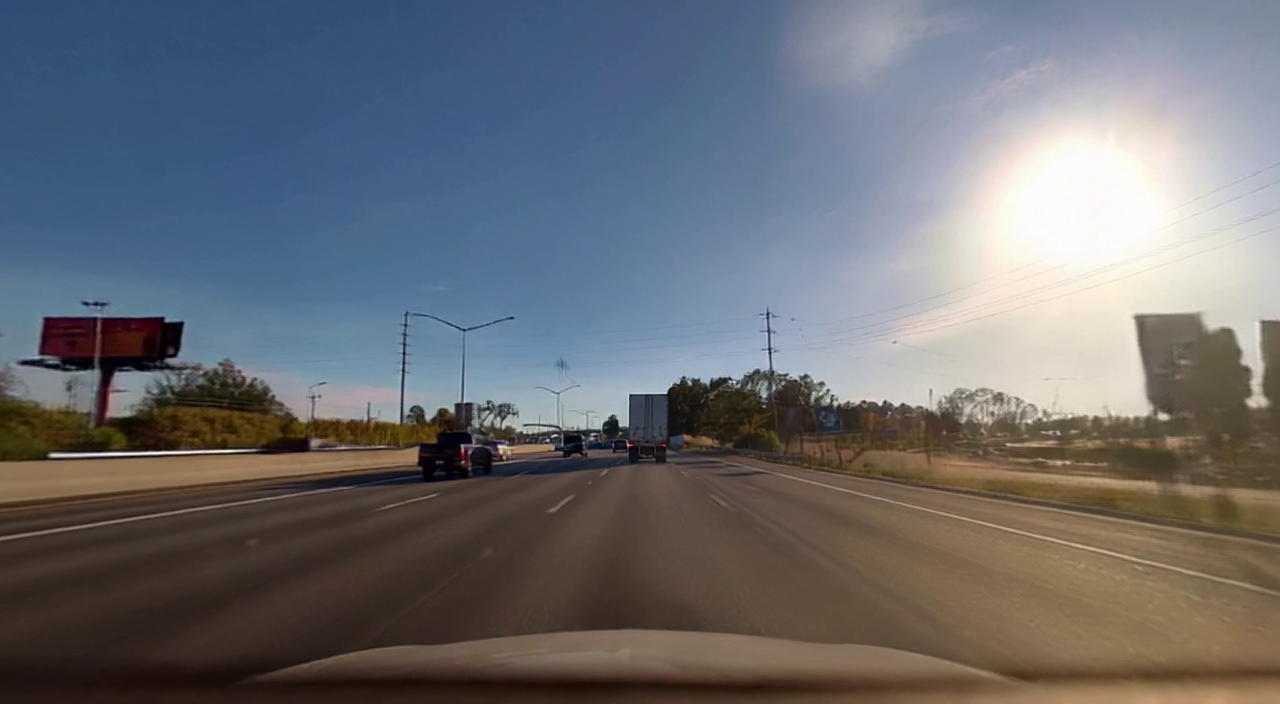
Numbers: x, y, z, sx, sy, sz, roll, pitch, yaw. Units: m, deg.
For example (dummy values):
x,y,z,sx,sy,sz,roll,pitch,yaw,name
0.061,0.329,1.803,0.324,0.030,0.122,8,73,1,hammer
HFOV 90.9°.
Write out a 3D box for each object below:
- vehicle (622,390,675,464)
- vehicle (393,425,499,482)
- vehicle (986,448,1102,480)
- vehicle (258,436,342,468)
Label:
x,y,z,sx,sy,sz,roll,pitch,yaw,name
0.691,4.939,40.413,2.879,4.027,11.243,-1,-8,2,vehicle
-6.971,3.723,23.434,2.197,1.847,5.364,0,-8,1,vehicle
20.548,5.700,32.353,1.757,1.437,4.897,6,-10,-20,vehicle
-17.286,5.101,32.340,1.892,1.530,4.227,0,-8,1,vehicle
